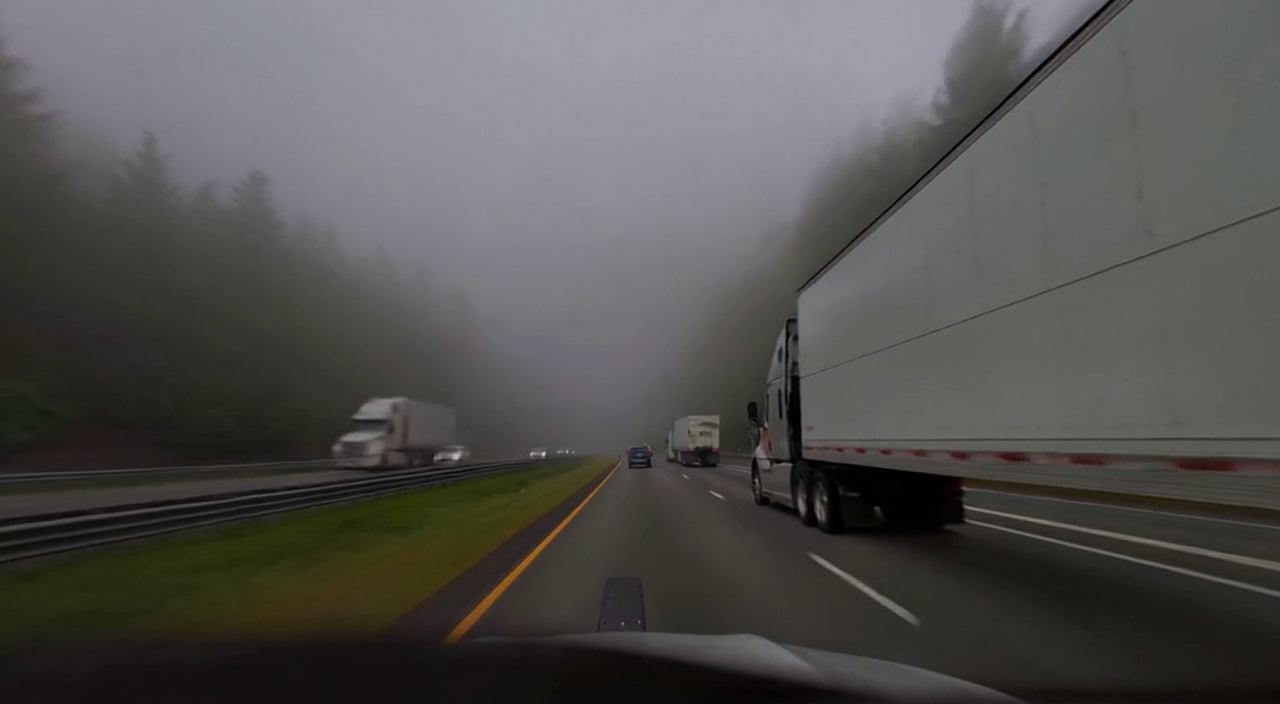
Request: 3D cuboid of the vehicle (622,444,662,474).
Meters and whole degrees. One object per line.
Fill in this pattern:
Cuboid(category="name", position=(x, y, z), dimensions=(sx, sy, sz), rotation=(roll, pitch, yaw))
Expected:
Cuboid(category="vehicle", position=(0.078, 5.754, 34.066), dimensions=(2.051, 1.513, 4.511), rotation=(0, -9, -1))

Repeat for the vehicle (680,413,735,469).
Cuboid(category="vehicle", position=(4.184, 5.707, 40.248), dimensions=(2.684, 3.263, 5.865), rotation=(0, -9, -2))

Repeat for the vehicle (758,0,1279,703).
Cuboid(category="vehicle", position=(3.771, -0.074, 4.177), dimensions=(2.883, 4.057, 14.579), rotation=(0, -9, -1))

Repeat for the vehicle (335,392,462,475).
Cuboid(category="vehicle", position=(-13.116, 4.733, 35.609), dimensions=(2.934, 4.014, 10.387), rotation=(0, -9, 0))
